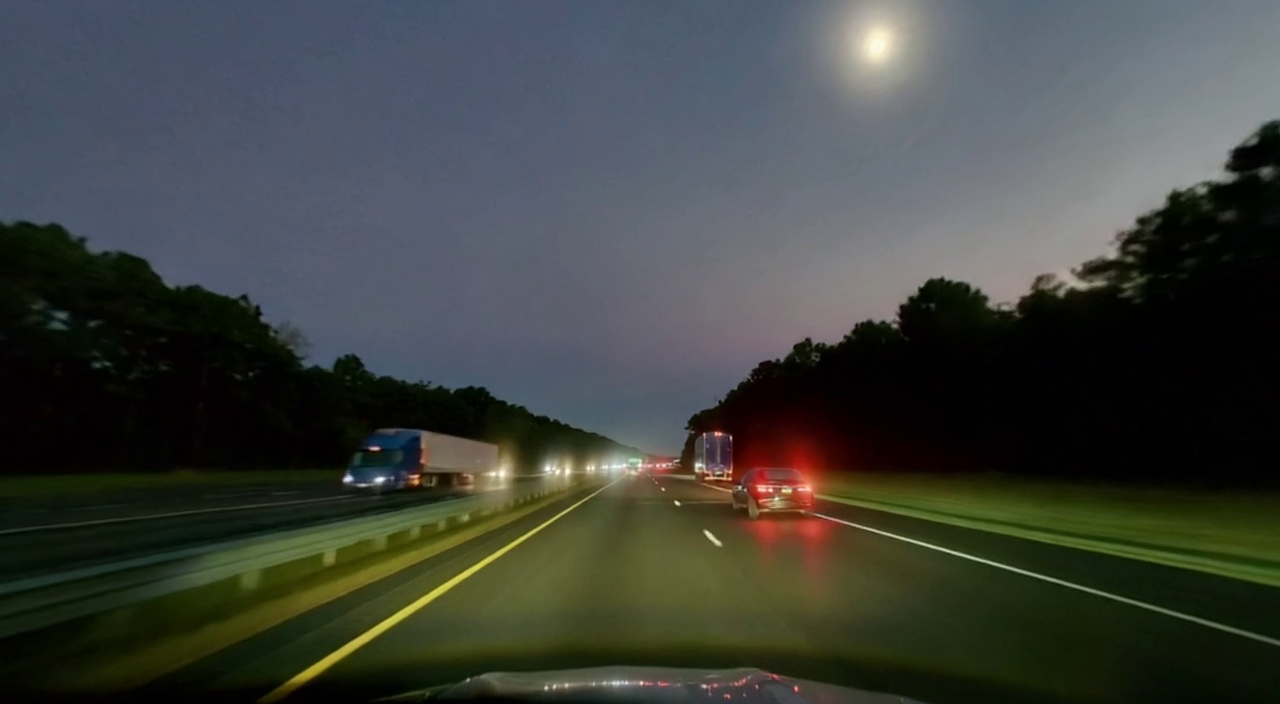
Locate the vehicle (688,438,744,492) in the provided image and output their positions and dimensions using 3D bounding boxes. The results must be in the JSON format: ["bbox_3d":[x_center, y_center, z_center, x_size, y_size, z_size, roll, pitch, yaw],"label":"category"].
[{"bbox_3d":[4.533,6.949,38.782,2.563,2.975,6.941,1,-10,0],"label":"vehicle"}]

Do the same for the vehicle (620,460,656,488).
[{"bbox_3d":[-0.107,8.047,41.591,2.212,1.717,4.452,0,-10,1],"label":"vehicle"}]

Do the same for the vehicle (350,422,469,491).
[{"bbox_3d":[-13.417,6.371,37.986,3.347,3.521,9.713,0,-10,1],"label":"vehicle"}]

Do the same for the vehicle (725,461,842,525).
[{"bbox_3d":[3.882,3.957,18.105,2.073,1.532,4.969,1,-10,-2],"label":"vehicle"}]

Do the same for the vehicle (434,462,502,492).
[{"bbox_3d":[-9.297,6.832,34.585,2.180,1.464,5.054,0,-10,1],"label":"vehicle"}]
